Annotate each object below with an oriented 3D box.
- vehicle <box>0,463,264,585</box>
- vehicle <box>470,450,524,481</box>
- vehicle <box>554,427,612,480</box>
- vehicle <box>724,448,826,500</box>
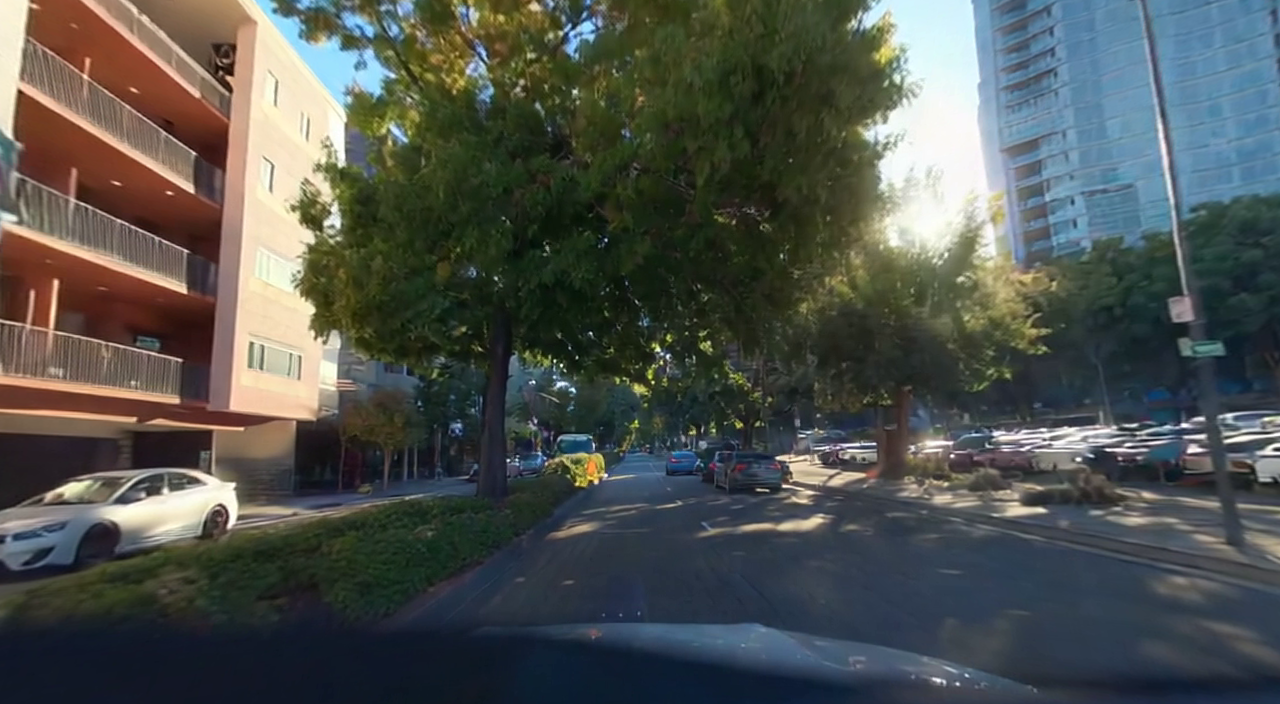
[{"bbox_3d":[-8.711,2.711,10.761,2.007,1.503,4.343,0,-8,-1],"label":"vehicle"},{"bbox_3d":[-8.887,7.086,39.650,2.256,1.802,4.333,0,-8,2],"label":"vehicle"},{"bbox_3d":[-2.974,5.502,34.492,2.317,2.596,6.053,0,-8,2],"label":"vehicle"},{"bbox_3d":[4.620,3.999,21.187,1.858,1.491,4.329,-6,-10,33],"label":"vehicle"}]
